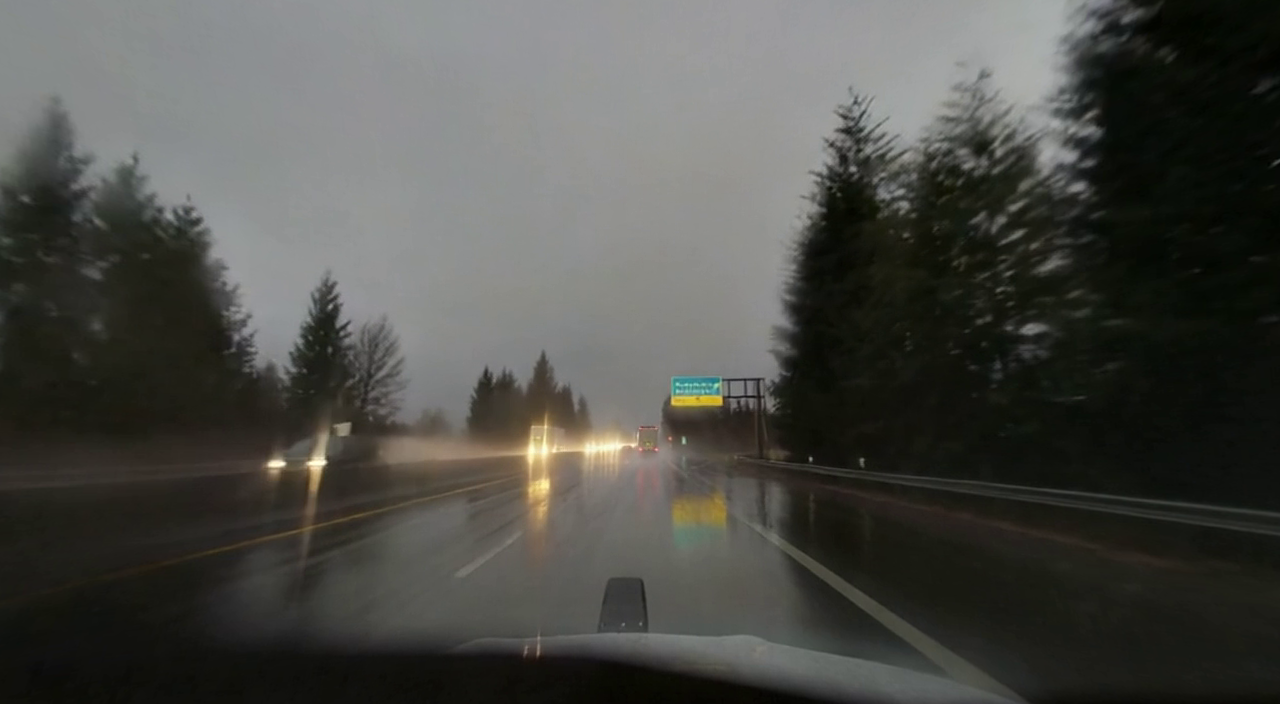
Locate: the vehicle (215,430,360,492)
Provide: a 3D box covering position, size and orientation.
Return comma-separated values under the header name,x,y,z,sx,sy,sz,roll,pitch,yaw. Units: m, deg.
name,x,y,z,sx,sy,sz,roll,pitch,yaw
vehicle,-11.862,3.718,21.728,2.021,1.855,5.059,0,-9,1
